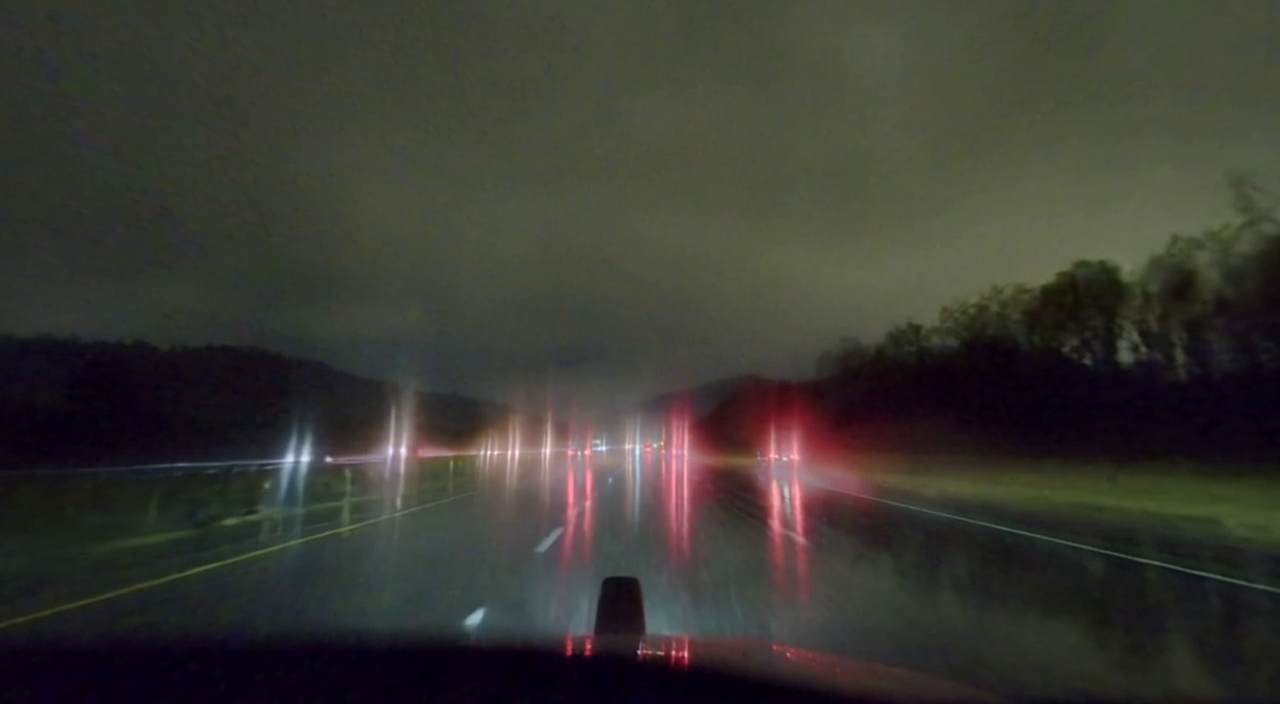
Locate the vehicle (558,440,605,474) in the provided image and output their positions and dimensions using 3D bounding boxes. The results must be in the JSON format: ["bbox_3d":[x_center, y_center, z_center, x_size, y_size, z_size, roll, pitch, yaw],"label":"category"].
[{"bbox_3d":[-3.056,5.625,33.894,2.070,1.707,4.309,0,-9,1],"label":"vehicle"}]
